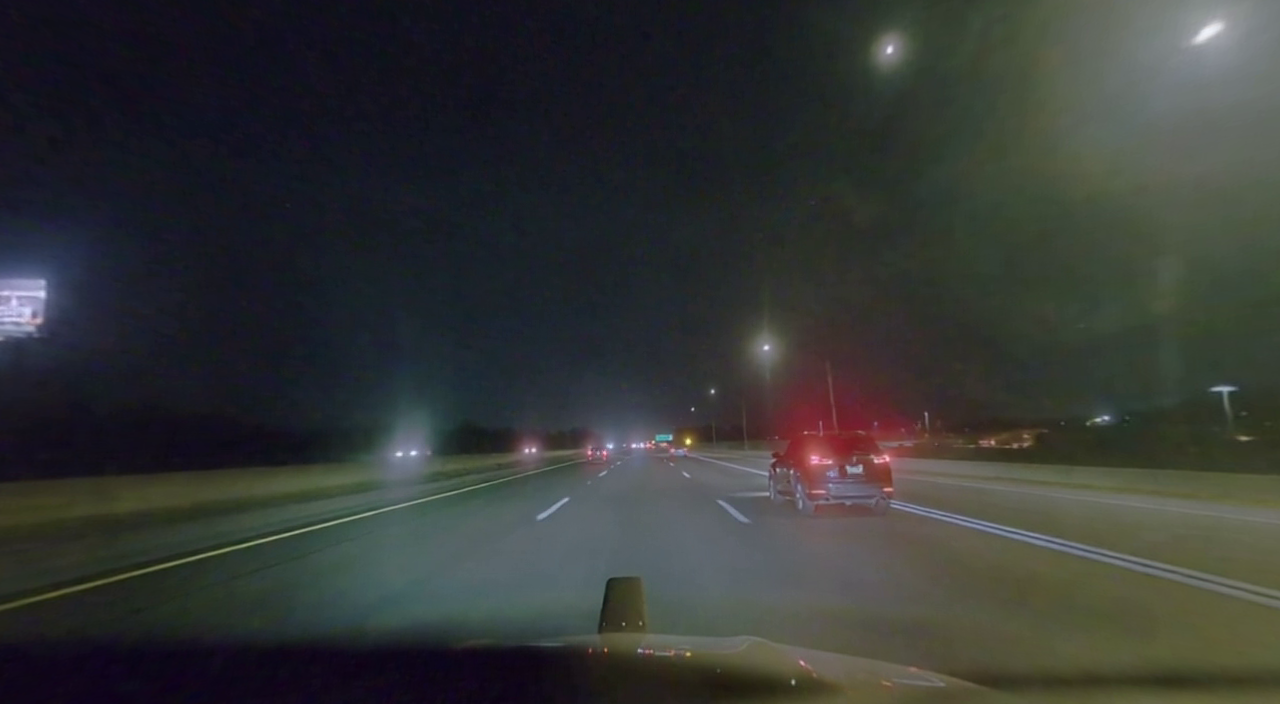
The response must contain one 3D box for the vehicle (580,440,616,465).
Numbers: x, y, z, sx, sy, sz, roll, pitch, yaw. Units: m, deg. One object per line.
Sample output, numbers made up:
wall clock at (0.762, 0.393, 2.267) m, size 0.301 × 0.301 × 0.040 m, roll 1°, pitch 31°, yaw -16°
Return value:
vehicle at (-2.958, 7.203, 45.370) m, size 2.319 × 1.738 × 4.355 m, roll 0°, pitch -8°, yaw 0°
